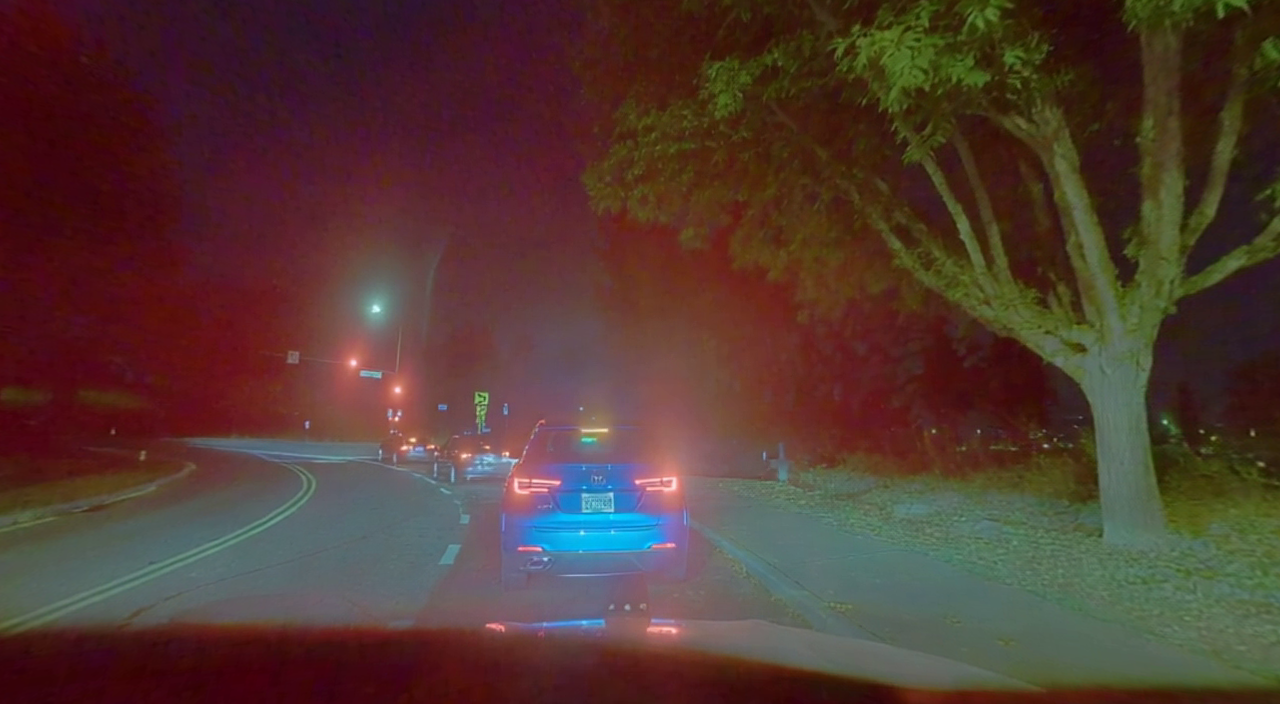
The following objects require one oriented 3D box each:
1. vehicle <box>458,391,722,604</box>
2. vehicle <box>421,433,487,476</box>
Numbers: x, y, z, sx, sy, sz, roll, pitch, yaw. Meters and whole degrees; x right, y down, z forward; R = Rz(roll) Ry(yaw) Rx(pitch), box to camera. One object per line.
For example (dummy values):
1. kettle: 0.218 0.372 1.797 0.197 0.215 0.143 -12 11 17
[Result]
1. vehicle: -0.687 1.460 7.219 2.134 1.671 4.147 1 -8 -9
2. vehicle: -7.307 3.949 24.504 1.902 1.536 3.662 4 -9 -24
